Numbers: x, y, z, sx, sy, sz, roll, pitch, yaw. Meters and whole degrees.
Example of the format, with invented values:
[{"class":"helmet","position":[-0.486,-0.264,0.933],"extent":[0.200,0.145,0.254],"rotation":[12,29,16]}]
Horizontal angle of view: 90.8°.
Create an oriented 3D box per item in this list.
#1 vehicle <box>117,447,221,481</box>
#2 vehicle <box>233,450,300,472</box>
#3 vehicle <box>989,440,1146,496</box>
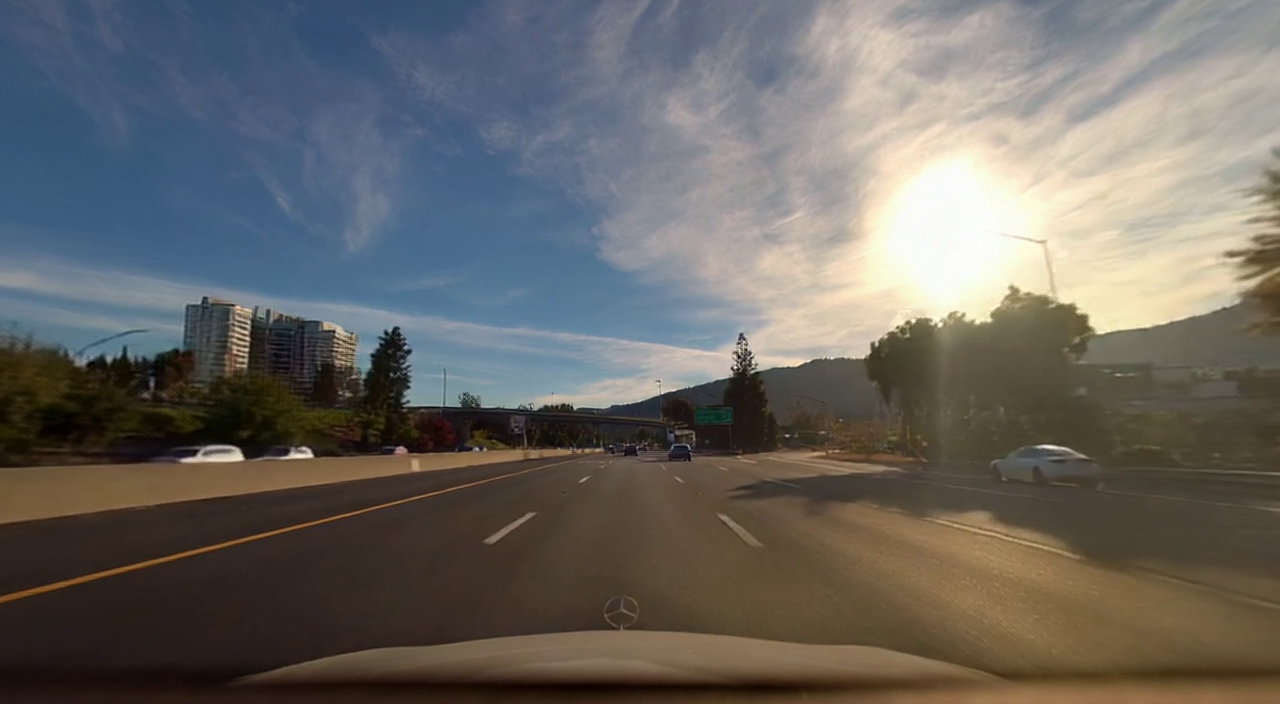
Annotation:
[{"class":"vehicle","position":[-22.934,5.451,30.977],"extent":[1.858,1.549,4.173],"rotation":[0,-9,0]},{"class":"vehicle","position":[-26.695,7.764,45.316],"extent":[1.909,1.473,4.754],"rotation":[0,-9,0]},{"class":"vehicle","position":[12.828,3.477,19.363],"extent":[1.878,1.509,4.327],"rotation":[0,-9,2]}]
